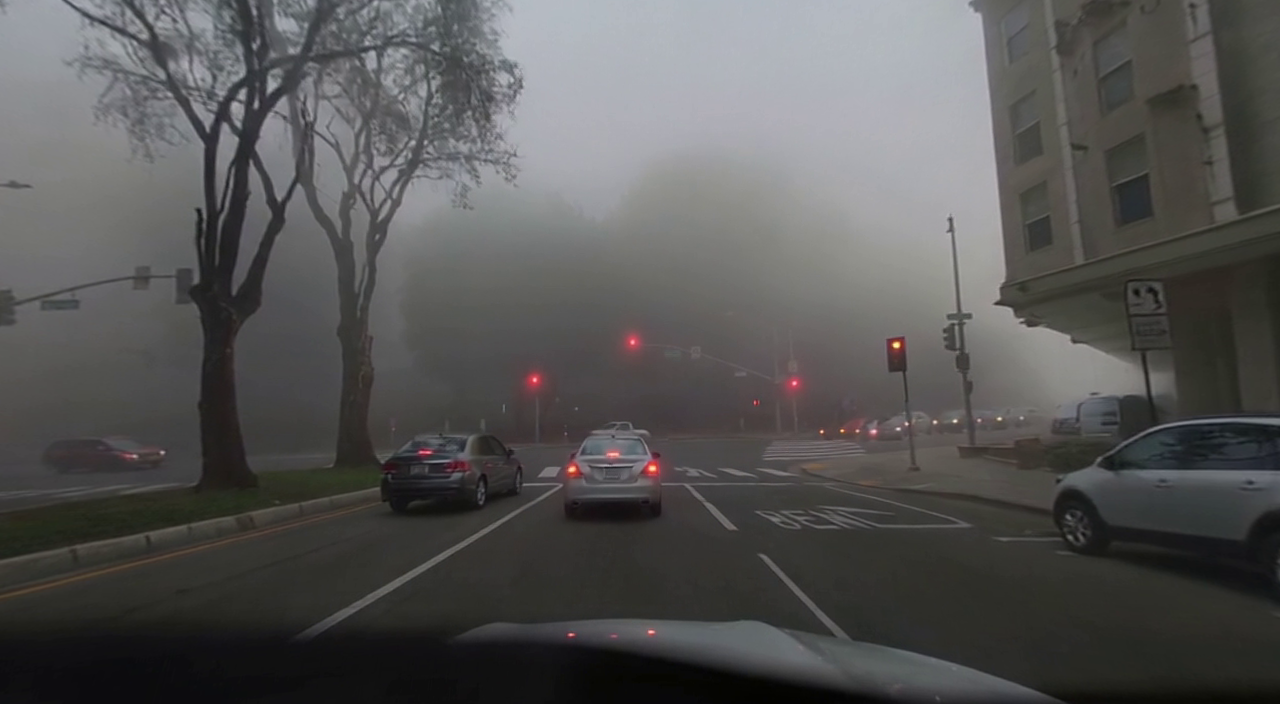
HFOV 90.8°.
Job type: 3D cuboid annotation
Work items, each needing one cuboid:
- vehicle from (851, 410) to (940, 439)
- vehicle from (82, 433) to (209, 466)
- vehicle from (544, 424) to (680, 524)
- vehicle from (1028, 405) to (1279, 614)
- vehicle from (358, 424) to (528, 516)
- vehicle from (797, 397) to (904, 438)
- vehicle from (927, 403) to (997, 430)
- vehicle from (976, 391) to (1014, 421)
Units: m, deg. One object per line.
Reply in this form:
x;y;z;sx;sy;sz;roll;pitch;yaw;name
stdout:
15.174;4.333;37.529;4.775;1.604;1.915;3;-9;-21;vehicle
-23.223;4.595;29.756;4.453;1.471;1.921;-1;-8;4;vehicle
-0.437;2.159;11.681;2.082;1.520;3.896;0;-8;0;vehicle
6.217;1.431;6.106;1.904;1.705;4.510;0;-8;-2;vehicle
-3.700;2.304;12.839;1.934;1.522;4.464;0;-8;1;vehicle
13.772;4.358;41.374;6.541;2.480;2.259;3;-9;-19;vehicle
21.187;4.300;41.443;5.017;1.542;2.055;6;-11;-38;vehicle
27.075;4.169;48.053;2.152;1.993;5.078;-6;-10;31;vehicle
